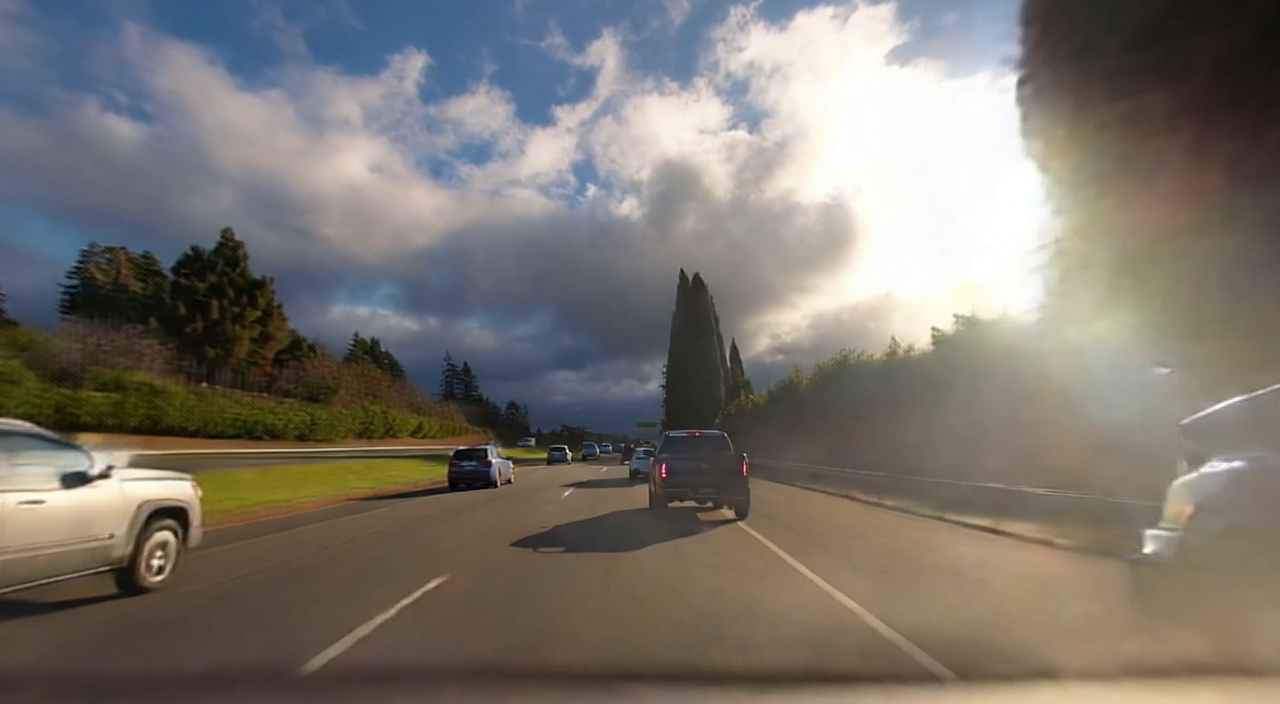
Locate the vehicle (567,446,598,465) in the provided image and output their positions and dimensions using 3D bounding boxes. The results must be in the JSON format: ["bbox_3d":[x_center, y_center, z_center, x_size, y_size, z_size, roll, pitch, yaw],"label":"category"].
[{"bbox_3d":[-4.331,7.863,47.981,1.857,1.423,3.920,0,-9,1],"label":"vehicle"}]

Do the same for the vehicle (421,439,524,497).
[{"bbox_3d":[-4.706,3.310,18.318,1.867,1.489,3.829,0,-9,1],"label":"vehicle"}]

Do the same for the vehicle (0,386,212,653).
[{"bbox_3d":[-4.946,1.001,3.629,1.934,1.642,4.201,0,-9,1],"label":"vehicle"}]

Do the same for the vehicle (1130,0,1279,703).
[{"bbox_3d":[3.717,-0.190,1.091,2.141,3.473,4.217,0,-9,1],"label":"vehicle"}]

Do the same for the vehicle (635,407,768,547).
[{"bbox_3d":[0.836,2.023,10.742,1.825,1.920,3.960,0,-9,0],"label":"vehicle"}]

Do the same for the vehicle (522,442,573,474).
[{"bbox_3d":[-4.649,5.407,32.354,1.855,1.527,4.209,0,-9,2],"label":"vehicle"}]
